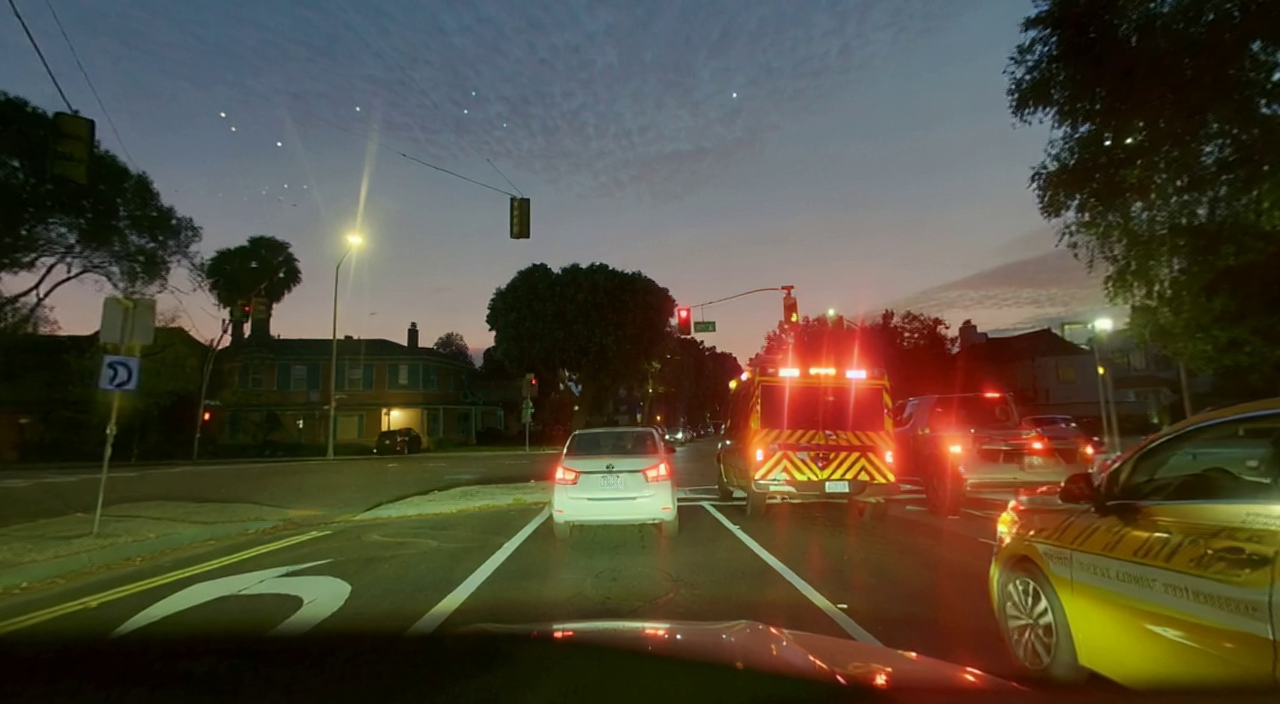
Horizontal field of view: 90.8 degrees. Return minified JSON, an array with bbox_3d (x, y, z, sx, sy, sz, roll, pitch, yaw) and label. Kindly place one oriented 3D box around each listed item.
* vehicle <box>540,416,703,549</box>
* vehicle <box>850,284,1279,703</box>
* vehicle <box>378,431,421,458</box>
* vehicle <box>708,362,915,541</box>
[{"bbox_3d":[-0.281,1.975,10.183,2.114,1.707,3.725,0,-8,-1],"label":"vehicle"},{"bbox_3d":[2.850,0.895,2.850,2.194,1.820,4.652,0,-8,0],"label":"vehicle"},{"bbox_3d":[-17.742,6.879,46.861,2.246,1.880,4.454,1,-9,-12],"label":"vehicle"},{"bbox_3d":[2.886,1.892,12.367,2.406,2.687,5.521,0,-8,-1],"label":"vehicle"}]
